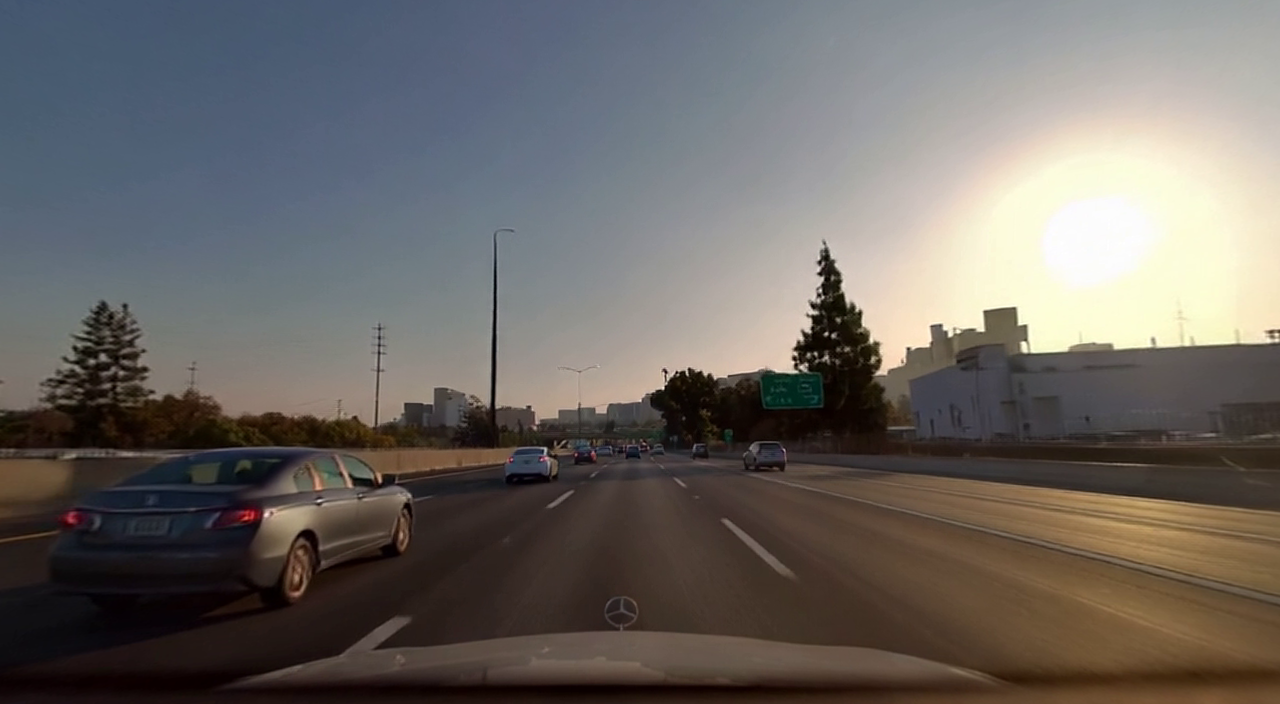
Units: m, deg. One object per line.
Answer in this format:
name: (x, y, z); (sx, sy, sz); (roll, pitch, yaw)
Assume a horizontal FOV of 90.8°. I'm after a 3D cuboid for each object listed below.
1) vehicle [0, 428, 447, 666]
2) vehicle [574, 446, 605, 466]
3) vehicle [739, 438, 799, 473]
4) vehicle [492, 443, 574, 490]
vehicle: (-3.520, 1.522, 6.056); (1.959, 1.433, 4.291); (0, -9, 0)
vehicle: (-3.831, 7.983, 48.663); (2.078, 1.464, 4.093); (0, -9, 0)
vehicle: (6.827, 5.547, 33.963); (2.147, 1.769, 4.666); (0, -9, -1)
vehicle: (-3.651, 4.012, 22.454); (2.047, 1.469, 4.614); (0, -9, 1)
